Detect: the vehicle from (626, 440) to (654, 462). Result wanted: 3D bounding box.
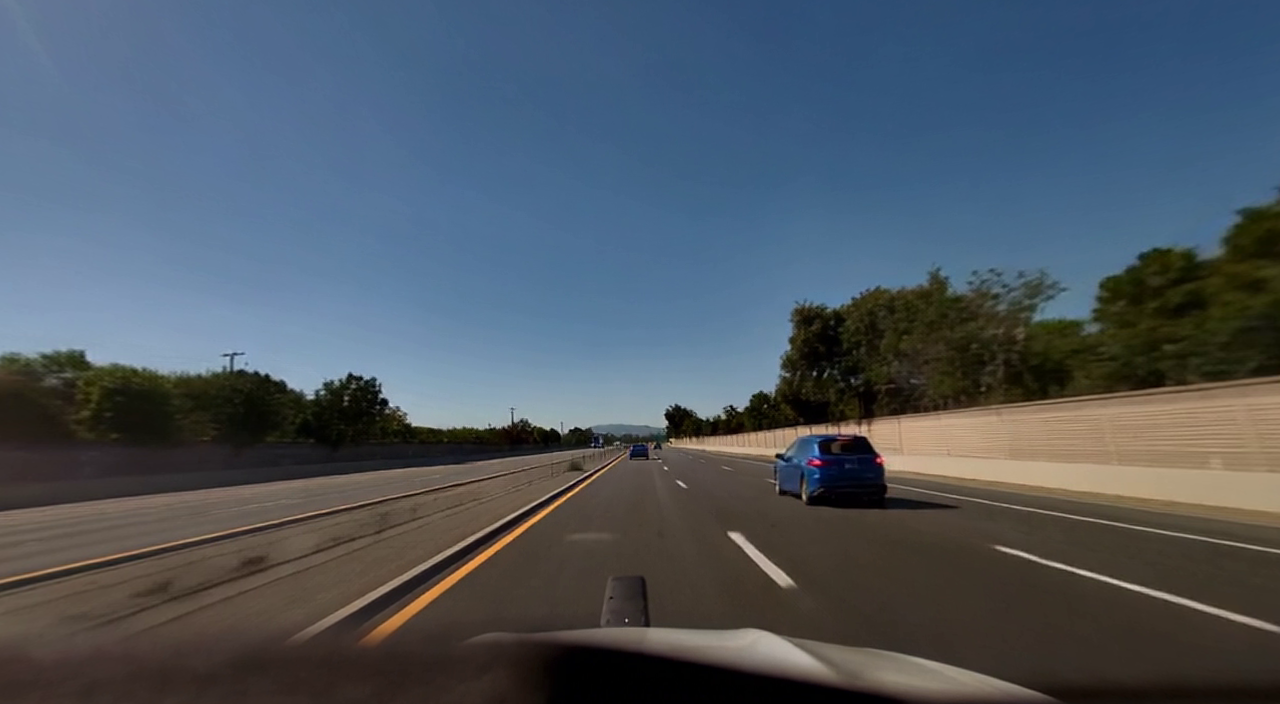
[{"bbox_3d":[-0.001,7.451,47.589,2.009,1.554,4.013,0,-8,1],"label":"vehicle"}]

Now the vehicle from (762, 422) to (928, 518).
[{"bbox_3d":[3.895,2.308,12.789,2.037,1.609,4.036,0,-8,1],"label":"vehicle"}]
